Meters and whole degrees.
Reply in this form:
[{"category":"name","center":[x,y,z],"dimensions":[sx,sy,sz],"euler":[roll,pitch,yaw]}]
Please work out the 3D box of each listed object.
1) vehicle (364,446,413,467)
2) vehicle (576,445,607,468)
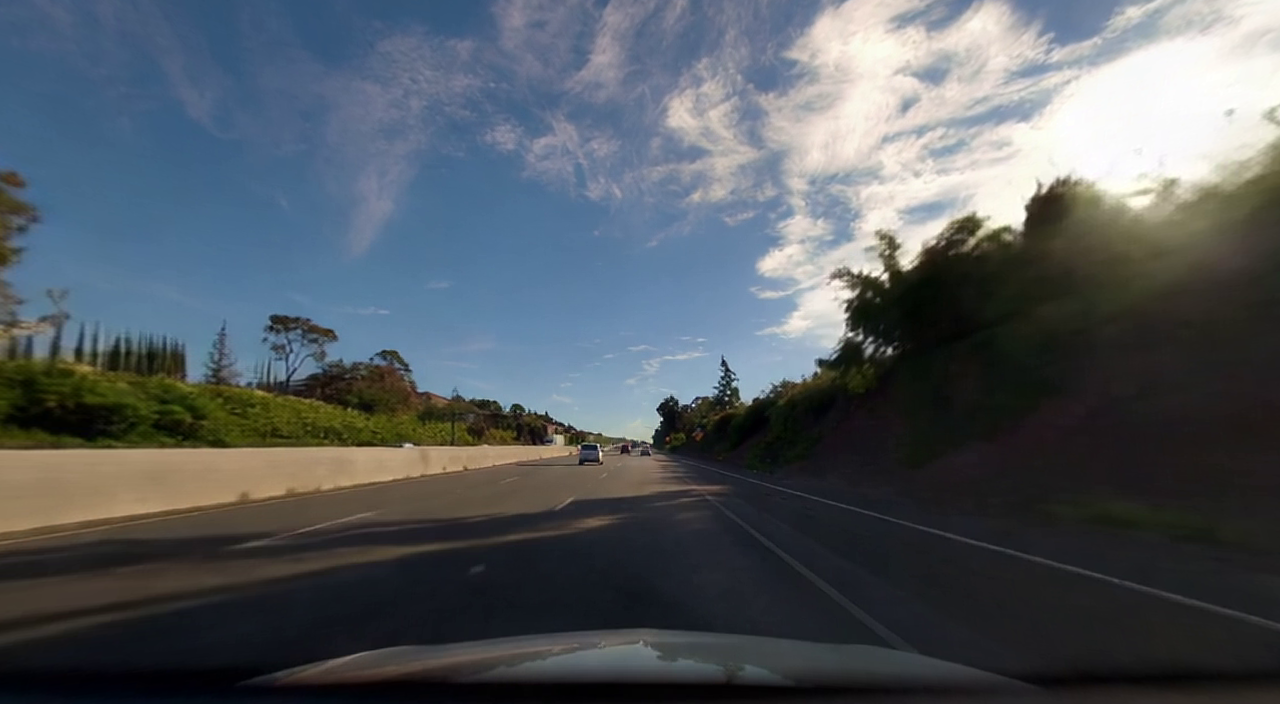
[{"category":"vehicle","center":[-18.832,7.817,47.438],"dimensions":[1.823,1.458,4.400],"euler":[0,-9,1]},{"category":"vehicle","center":[-3.497,7.582,45.819],"dimensions":[1.921,1.536,3.920],"euler":[0,-9,0]}]
